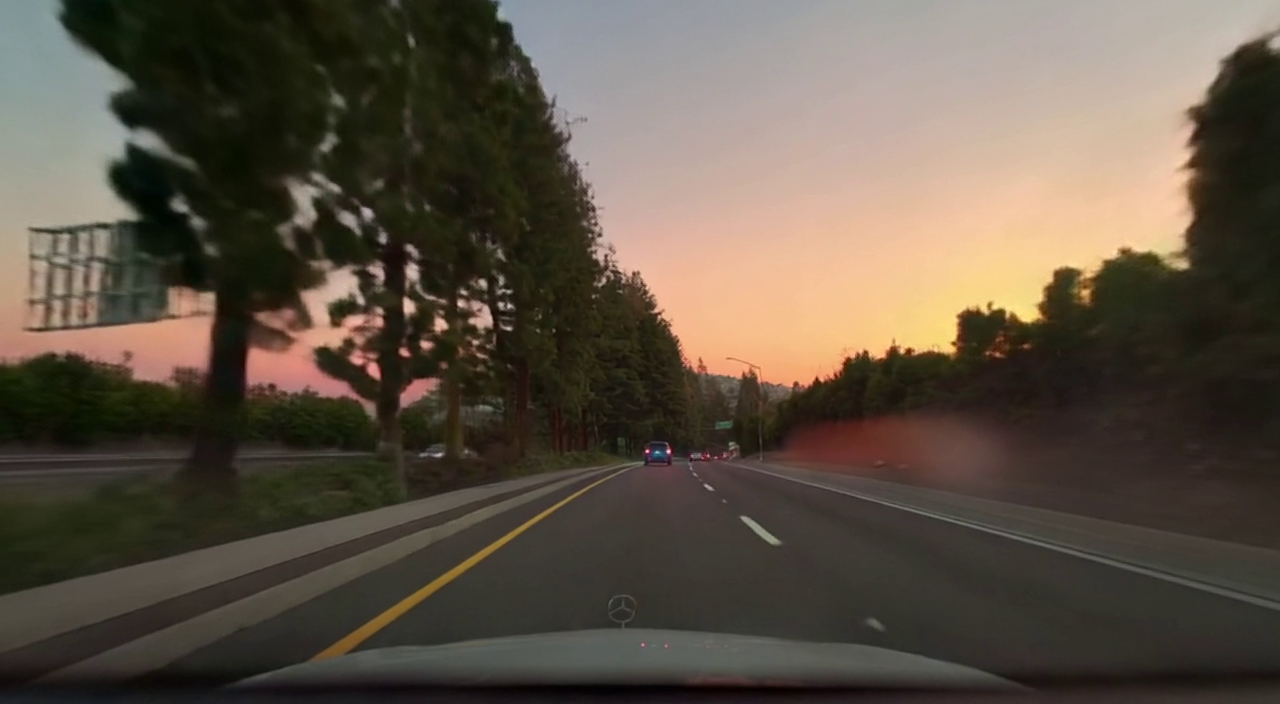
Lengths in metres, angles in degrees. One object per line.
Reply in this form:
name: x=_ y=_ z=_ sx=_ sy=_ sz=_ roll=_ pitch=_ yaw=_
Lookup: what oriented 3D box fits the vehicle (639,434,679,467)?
vehicle: x=1.413 y=6.863 z=43.753 sx=2.546 sy=2.126 sz=5.153 roll=-1 pitch=-8 yaw=4
